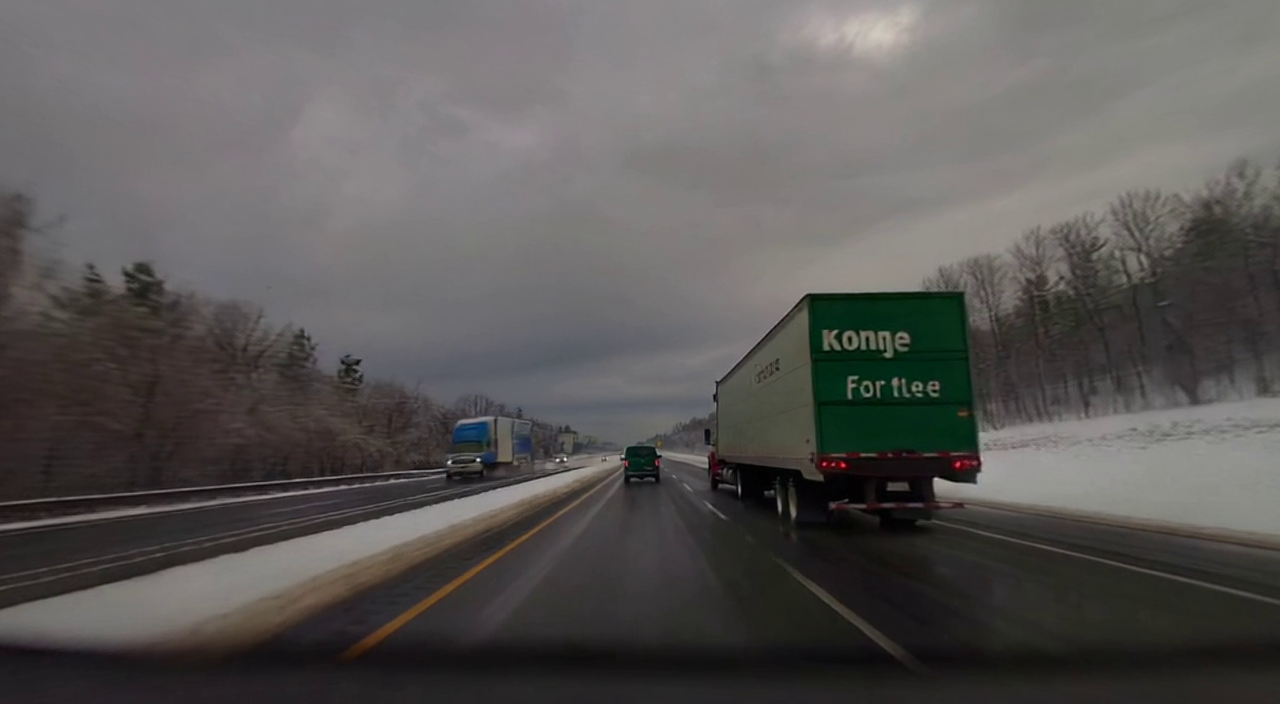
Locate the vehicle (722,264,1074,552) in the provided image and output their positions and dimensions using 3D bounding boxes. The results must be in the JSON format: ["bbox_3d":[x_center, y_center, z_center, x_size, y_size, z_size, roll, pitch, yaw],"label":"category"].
[{"bbox_3d":[4.318,1.701,15.032,3.030,3.985,12.707,0,-9,0],"label":"vehicle"}]

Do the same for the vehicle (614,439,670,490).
[{"bbox_3d":[0.090,4.515,25.572,2.105,1.865,4.102,0,-9,0],"label":"vehicle"}]
